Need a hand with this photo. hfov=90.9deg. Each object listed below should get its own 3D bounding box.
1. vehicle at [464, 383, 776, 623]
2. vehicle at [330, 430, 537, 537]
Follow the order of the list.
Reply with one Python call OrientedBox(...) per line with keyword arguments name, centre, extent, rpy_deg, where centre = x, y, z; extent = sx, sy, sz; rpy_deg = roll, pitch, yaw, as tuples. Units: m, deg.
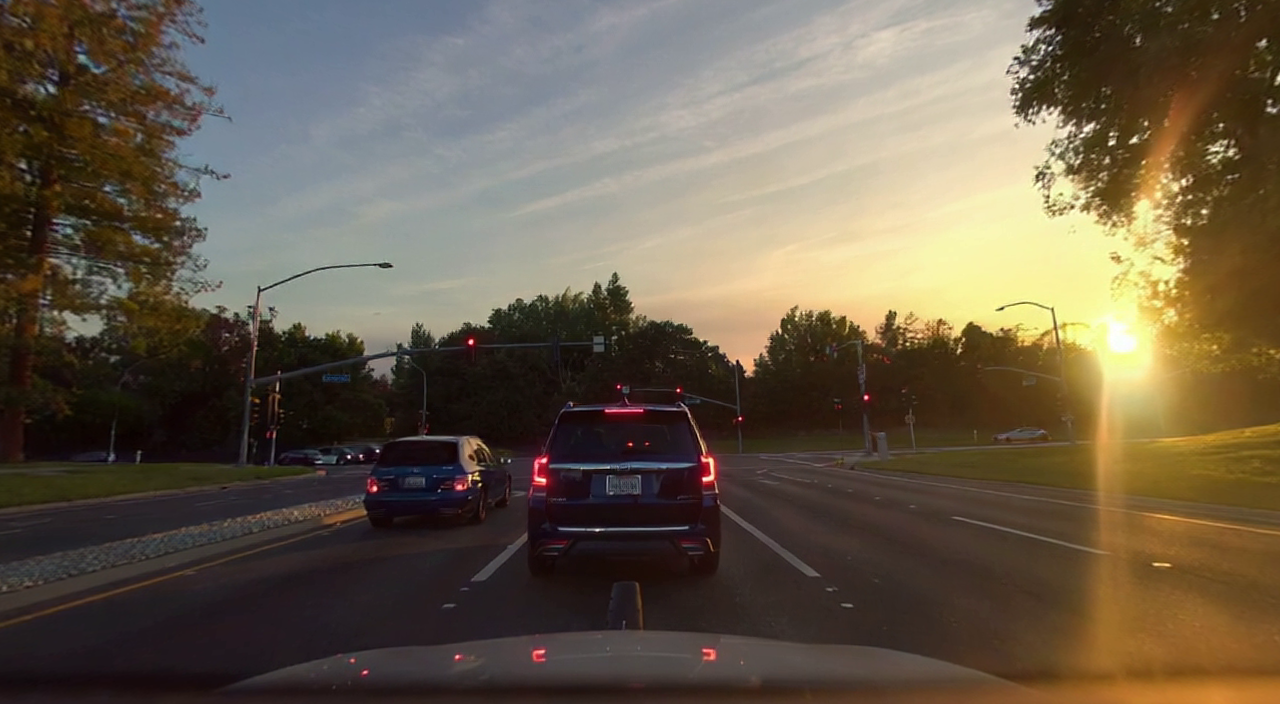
OrientedBox(name="vehicle", centre=(-0.162, 1.421, 6.826), extent=(2.298, 1.770, 4.138), rpy_deg=(0, -8, 0))
OrientedBox(name="vehicle", centre=(-3.369, 2.261, 11.628), extent=(2.061, 1.504, 5.142), rpy_deg=(0, -8, 0))
